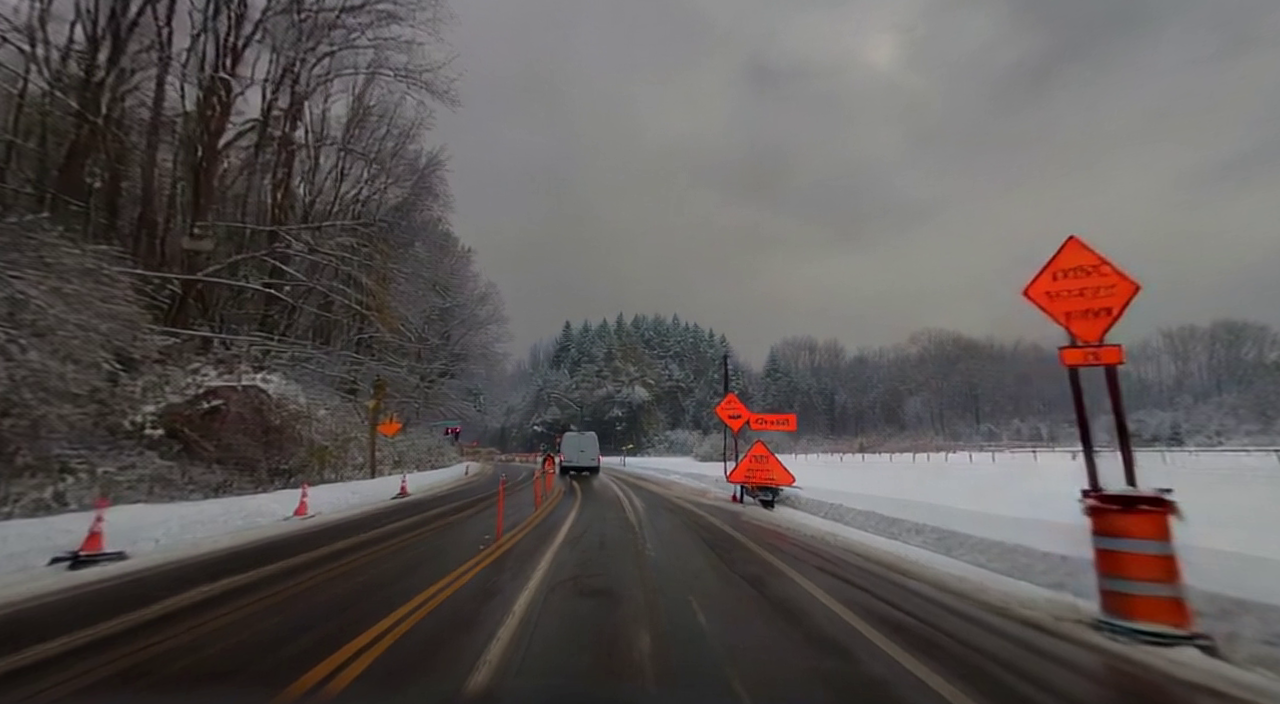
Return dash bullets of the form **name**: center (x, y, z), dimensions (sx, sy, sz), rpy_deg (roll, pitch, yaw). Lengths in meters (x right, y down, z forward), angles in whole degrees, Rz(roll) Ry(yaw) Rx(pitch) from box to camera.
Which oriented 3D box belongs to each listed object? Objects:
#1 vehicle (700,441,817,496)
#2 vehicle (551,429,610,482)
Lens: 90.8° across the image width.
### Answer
- **vehicle**: center (3.086, 3.148, 17.427), dimensions (2.277, 1.299, 3.889), rpy_deg (0, -9, -3)
- **vehicle**: center (-2.866, 4.791, 29.419), dimensions (2.362, 2.247, 4.892), rpy_deg (2, -9, -10)
